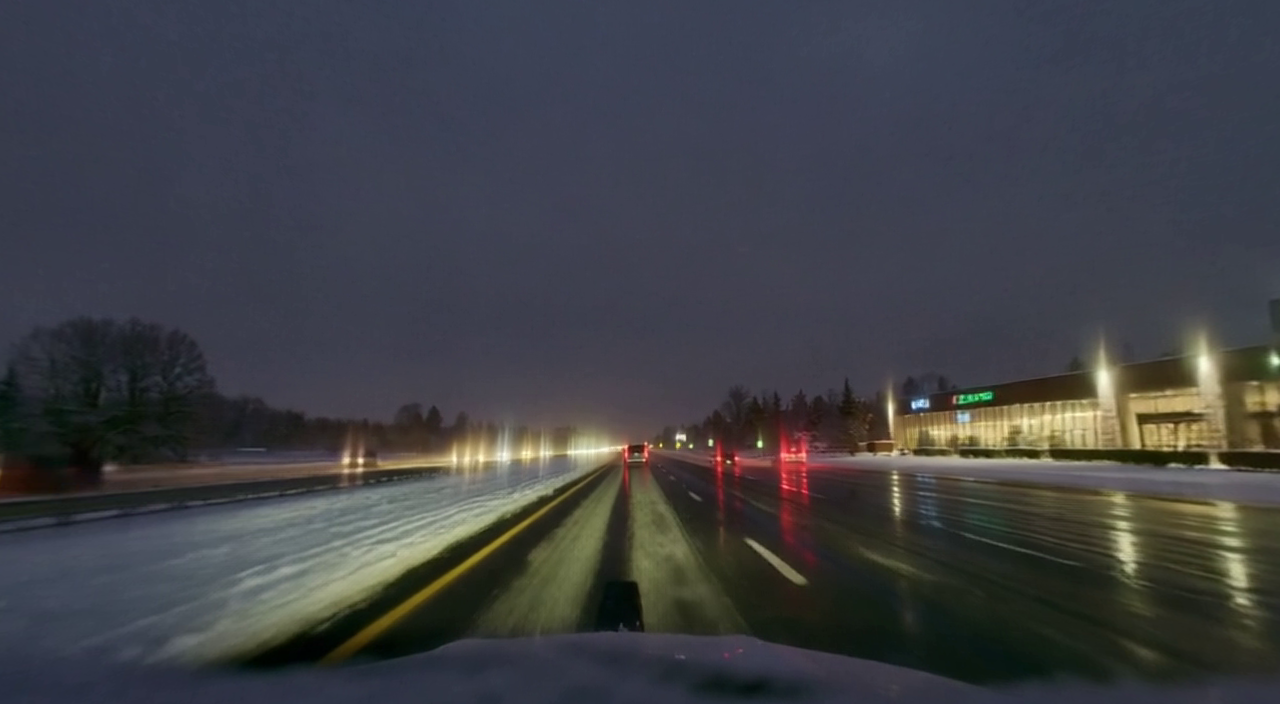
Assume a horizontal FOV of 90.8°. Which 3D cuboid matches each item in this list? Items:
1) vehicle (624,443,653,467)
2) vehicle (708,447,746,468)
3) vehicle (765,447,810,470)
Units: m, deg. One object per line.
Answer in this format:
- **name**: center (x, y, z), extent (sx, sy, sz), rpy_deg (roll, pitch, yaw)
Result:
- **vehicle**: center (-0.172, 8.091, 49.988), extent (2.154, 1.786, 5.045), rpy_deg (0, -8, -1)
- **vehicle**: center (6.337, 7.760, 46.576), extent (1.976, 1.477, 4.448), rpy_deg (0, -9, -2)
- **vehicle**: center (10.199, 7.378, 43.934), extent (1.953, 1.473, 4.512), rpy_deg (0, -9, -1)
